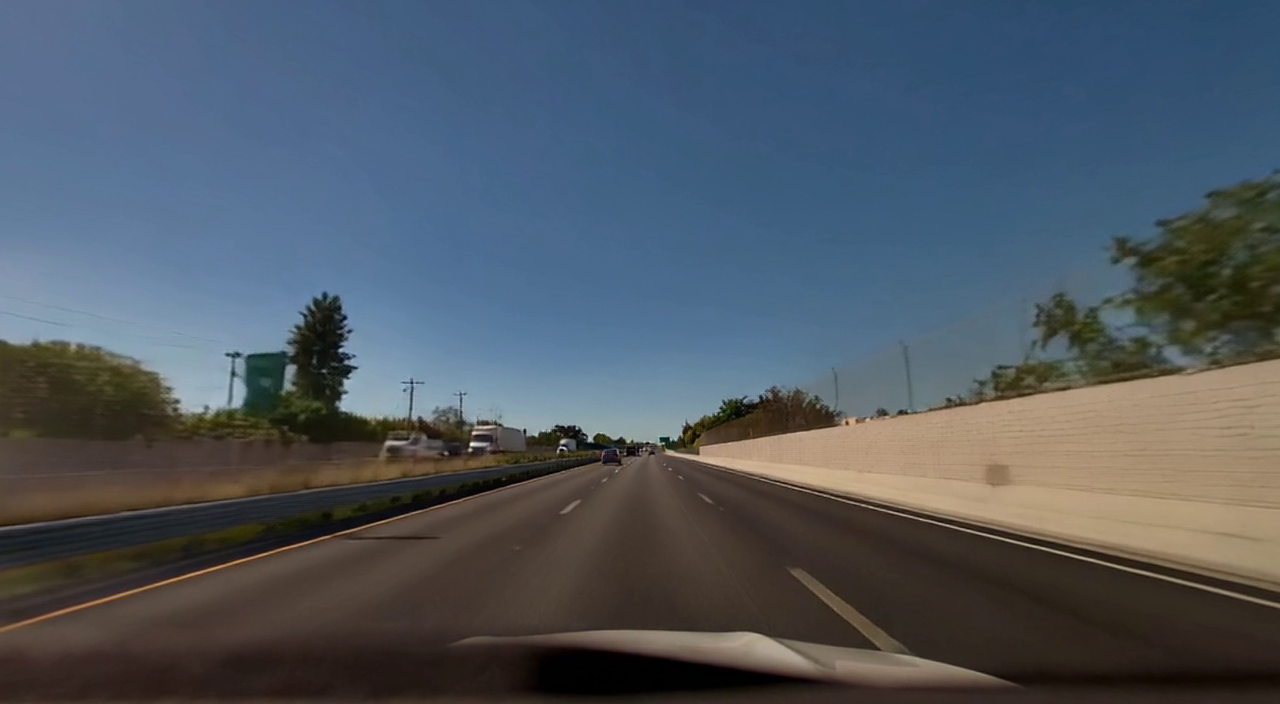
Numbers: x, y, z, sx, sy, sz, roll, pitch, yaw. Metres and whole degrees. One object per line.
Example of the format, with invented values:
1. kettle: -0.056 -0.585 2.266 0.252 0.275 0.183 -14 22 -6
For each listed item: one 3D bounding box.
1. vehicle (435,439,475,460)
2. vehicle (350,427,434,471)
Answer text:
1. vehicle: -14.360 7.593 49.100 1.753 1.556 4.053 0 -9 1
2. vehicle: -14.558 5.793 37.610 2.230 2.369 6.640 0 -9 1
